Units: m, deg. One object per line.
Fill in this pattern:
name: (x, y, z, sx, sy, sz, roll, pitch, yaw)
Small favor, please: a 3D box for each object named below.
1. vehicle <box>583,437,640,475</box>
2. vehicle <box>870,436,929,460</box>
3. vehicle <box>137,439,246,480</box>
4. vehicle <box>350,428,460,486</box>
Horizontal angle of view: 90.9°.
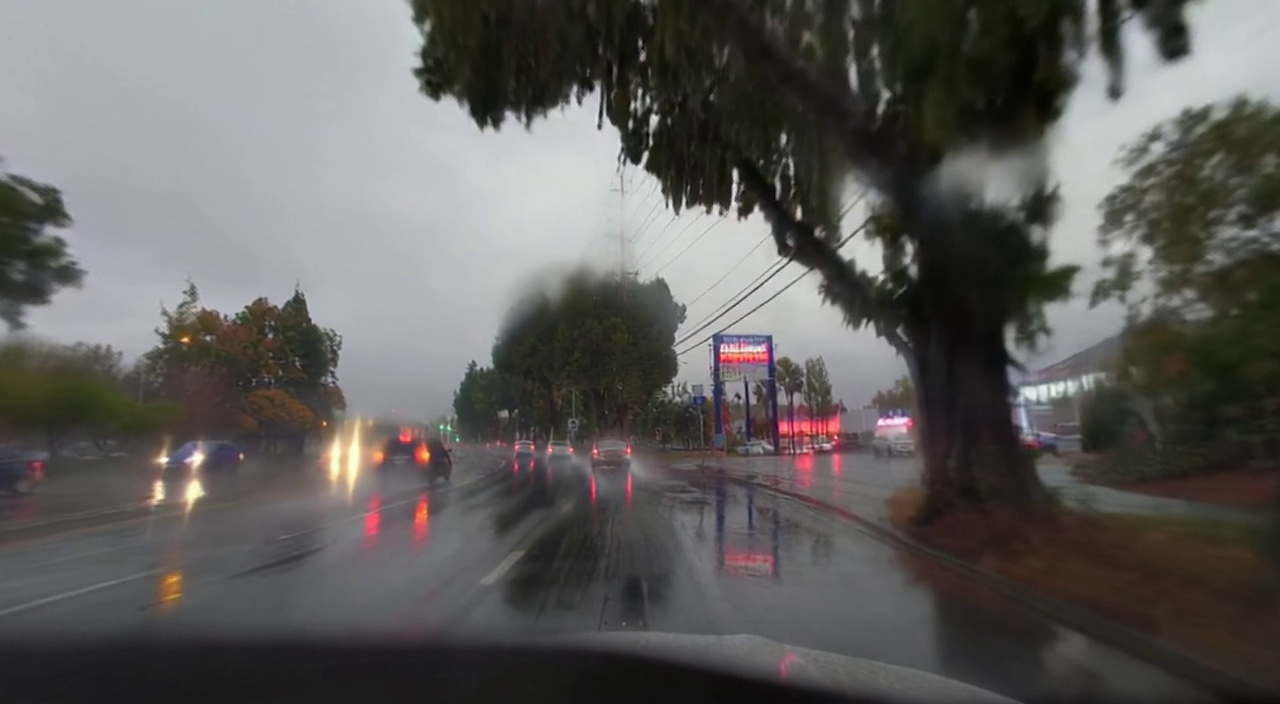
vehicle: (-1.331, 4.471, 27.325, 2.130, 1.476, 4.453, 1, -8, -7)
vehicle: (16.963, 6.287, 41.512, 1.795, 1.485, 4.601, 0, -8, -2)
vehicle: (-23.728, 5.669, 33.708, 2.236, 1.962, 5.539, 1, -8, -7)
vehicle: (-7.762, 3.510, 21.385, 2.195, 1.752, 4.515, 0, -8, -3)
